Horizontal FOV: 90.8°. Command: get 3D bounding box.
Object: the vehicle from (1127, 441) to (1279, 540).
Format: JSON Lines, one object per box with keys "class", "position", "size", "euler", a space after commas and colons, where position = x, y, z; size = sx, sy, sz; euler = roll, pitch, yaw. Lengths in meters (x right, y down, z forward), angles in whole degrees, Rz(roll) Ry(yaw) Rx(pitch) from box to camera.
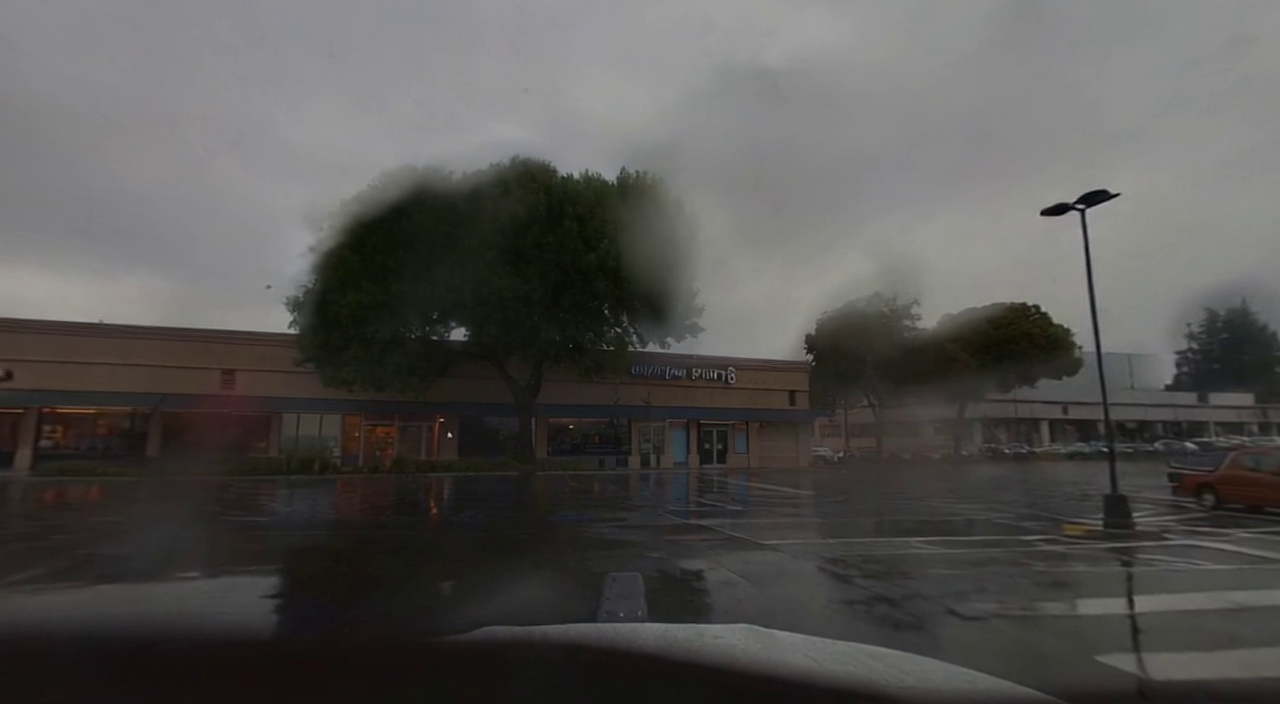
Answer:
{"class": "vehicle", "position": [10.980, 2.178, 9.995], "size": [2.140, 1.507, 4.856], "euler": [2, -9, -11]}
